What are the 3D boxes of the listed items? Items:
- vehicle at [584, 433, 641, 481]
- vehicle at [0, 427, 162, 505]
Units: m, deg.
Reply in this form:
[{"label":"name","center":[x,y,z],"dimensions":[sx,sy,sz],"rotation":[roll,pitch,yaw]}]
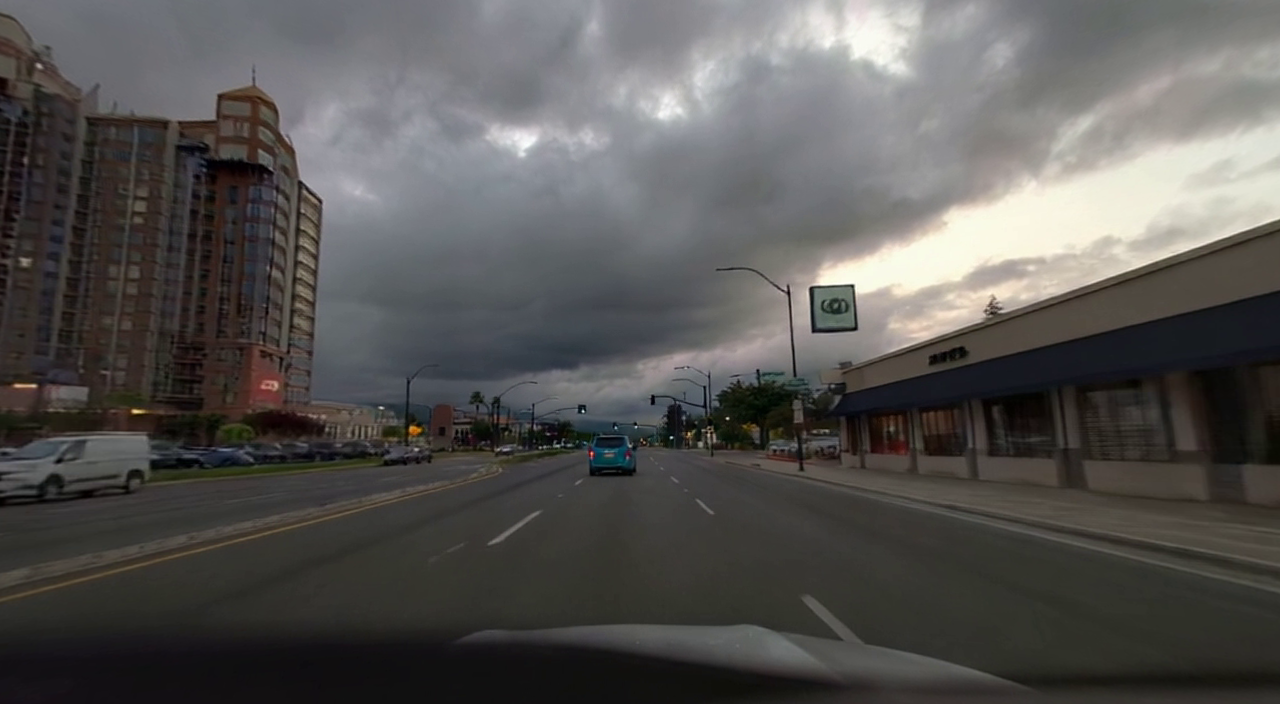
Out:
[{"label":"vehicle","center":[-1.002,4.122,24.987],"dimensions":[2.080,1.722,3.766],"rotation":[0,-8,0]},{"label":"vehicle","center":[-17.953,3.494,19.761],"dimensions":[2.112,2.138,4.888],"rotation":[0,-8,-2]}]
